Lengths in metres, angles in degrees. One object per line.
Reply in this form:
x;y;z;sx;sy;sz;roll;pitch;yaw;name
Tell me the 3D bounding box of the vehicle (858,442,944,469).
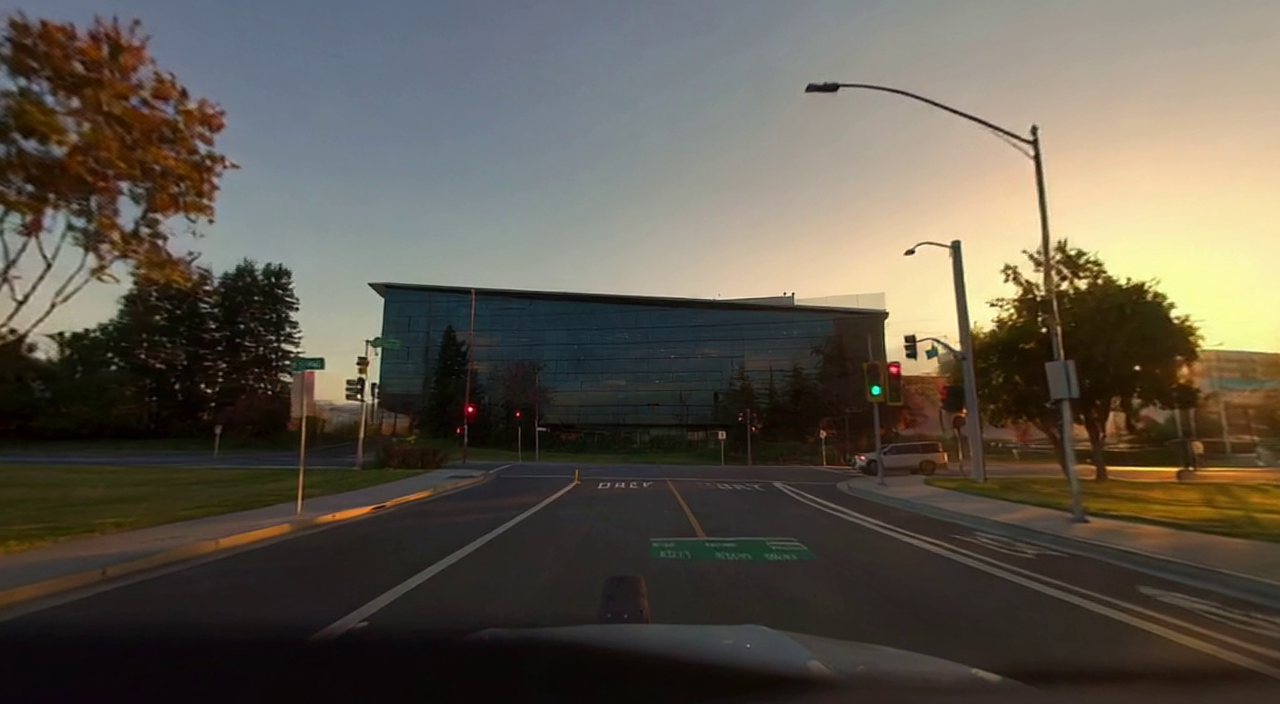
17.141;6.794;41.502;4.715;1.671;2.030;0;-8;0;vehicle
